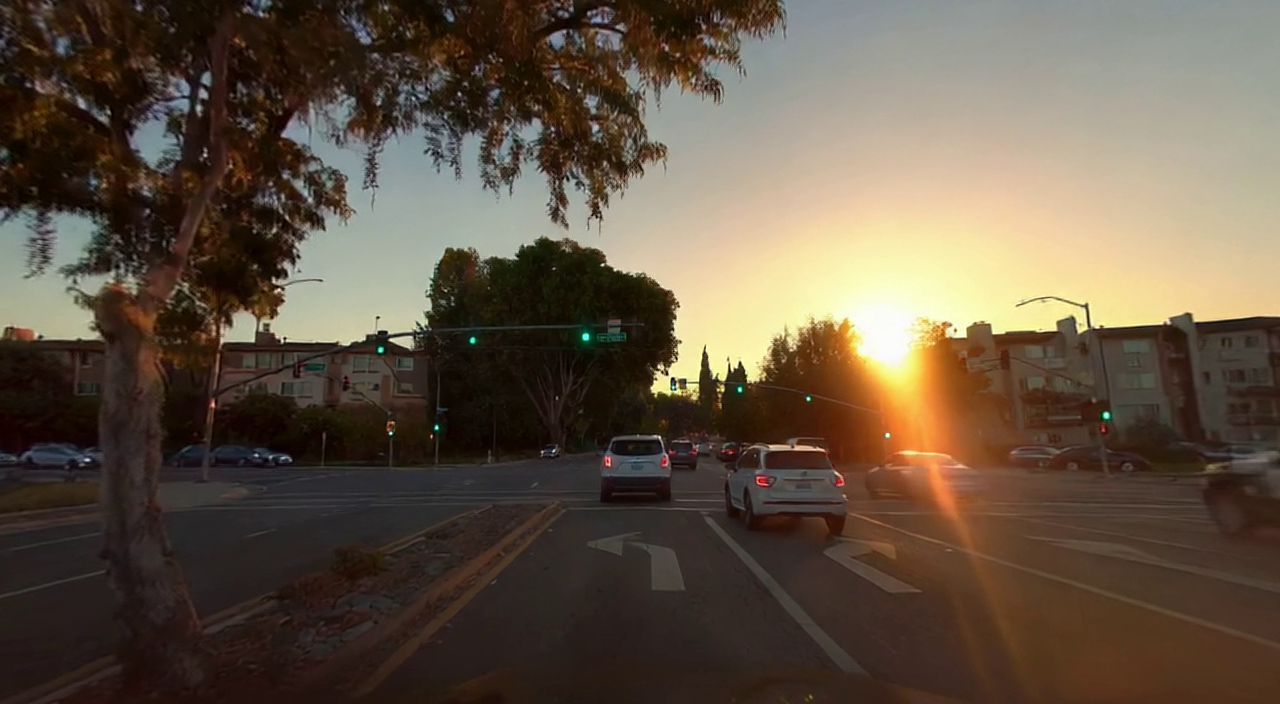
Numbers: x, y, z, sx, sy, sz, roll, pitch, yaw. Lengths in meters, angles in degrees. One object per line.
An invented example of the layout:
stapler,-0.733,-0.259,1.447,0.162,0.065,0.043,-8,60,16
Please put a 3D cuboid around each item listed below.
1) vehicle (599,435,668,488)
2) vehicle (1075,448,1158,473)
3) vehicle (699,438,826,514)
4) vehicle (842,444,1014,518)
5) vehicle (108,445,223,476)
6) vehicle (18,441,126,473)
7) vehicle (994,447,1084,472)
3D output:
vehicle,-0.345,3.920,22.889,2.099,1.705,4.020,1,-8,-6
vehicle,33.146,7.549,43.921,4.215,1.618,1.949,0,-8,-2
vehicle,2.635,2.792,14.740,2.009,1.480,4.423,0,-8,-1
vehicle,6.402,2.866,14.684,1.900,1.440,4.466,0,-8,0
vehicle,-26.328,6.013,35.107,4.724,1.630,1.968,0,-8,-2
vehicle,-36.832,6.810,40.968,4.771,1.778,2.032,3,-8,-3
vehicle,29.719,8.029,47.065,5.366,1.653,2.044,1,-9,-1
